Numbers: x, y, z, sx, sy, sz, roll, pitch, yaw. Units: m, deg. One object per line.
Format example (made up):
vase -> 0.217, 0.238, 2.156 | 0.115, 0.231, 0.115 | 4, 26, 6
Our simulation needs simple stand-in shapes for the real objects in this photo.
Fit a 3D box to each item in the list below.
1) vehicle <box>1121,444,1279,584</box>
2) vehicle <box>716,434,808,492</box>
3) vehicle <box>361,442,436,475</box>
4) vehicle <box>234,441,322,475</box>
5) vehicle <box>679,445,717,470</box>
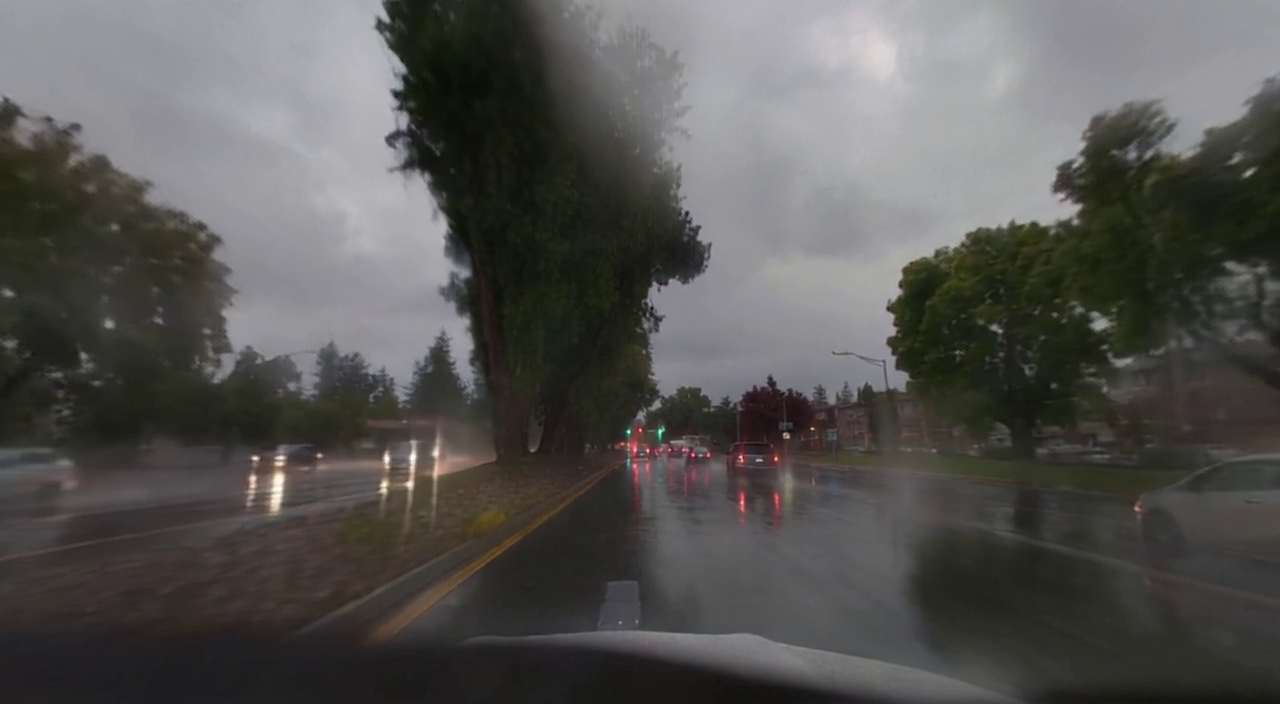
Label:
vehicle -> 7.883, 1.762, 6.875 | 1.949, 1.492, 4.103 | 0, -9, -2
vehicle -> 4.117, 3.849, 22.292 | 2.209, 1.813, 4.724 | 0, -9, -1
vehicle -> -11.909, 5.261, 31.454 | 1.938, 1.487, 4.442 | 0, -9, 1
vehicle -> -19.422, 5.699, 34.182 | 1.956, 1.727, 4.641 | 0, -9, 1
vehicle -> 3.674, 6.782, 40.821 | 2.064, 1.474, 4.389 | 0, -9, 0
